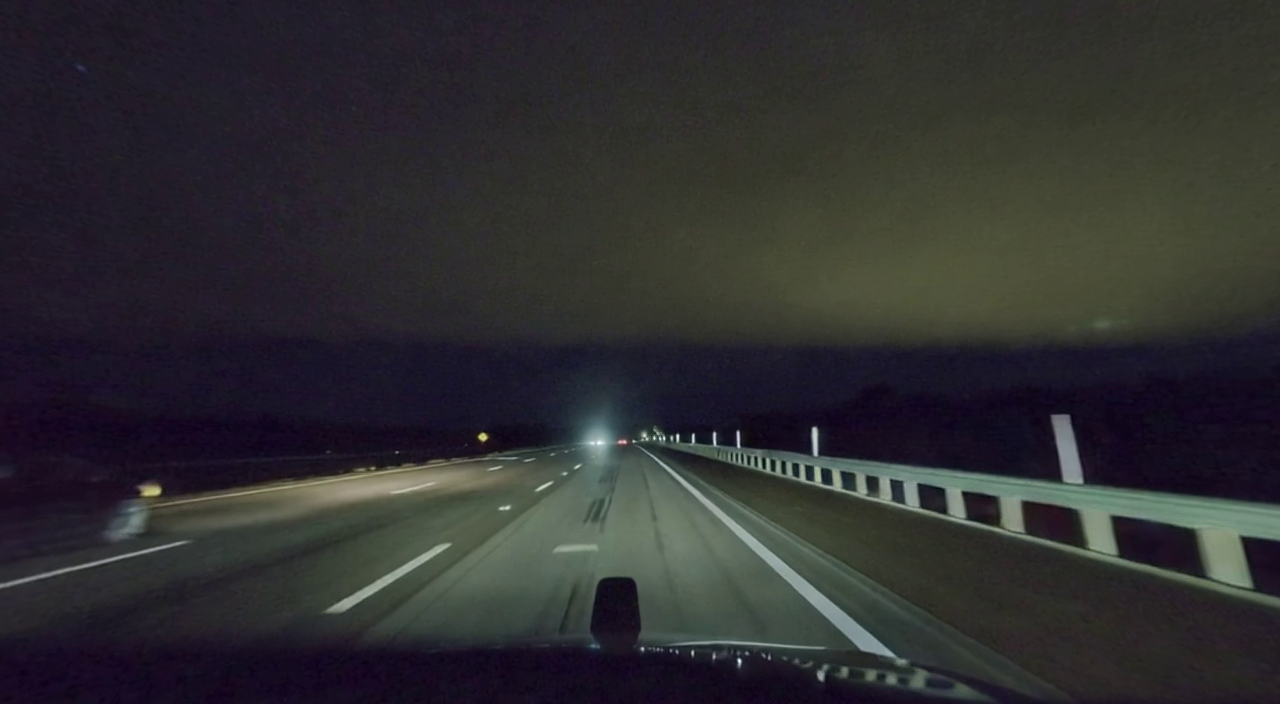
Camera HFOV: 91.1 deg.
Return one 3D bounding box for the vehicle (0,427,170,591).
[{"bbox_3d":[-6.815,1.407,5.556,1.989,1.473,4.345,0,-8,-1],"label":"vehicle"}]
